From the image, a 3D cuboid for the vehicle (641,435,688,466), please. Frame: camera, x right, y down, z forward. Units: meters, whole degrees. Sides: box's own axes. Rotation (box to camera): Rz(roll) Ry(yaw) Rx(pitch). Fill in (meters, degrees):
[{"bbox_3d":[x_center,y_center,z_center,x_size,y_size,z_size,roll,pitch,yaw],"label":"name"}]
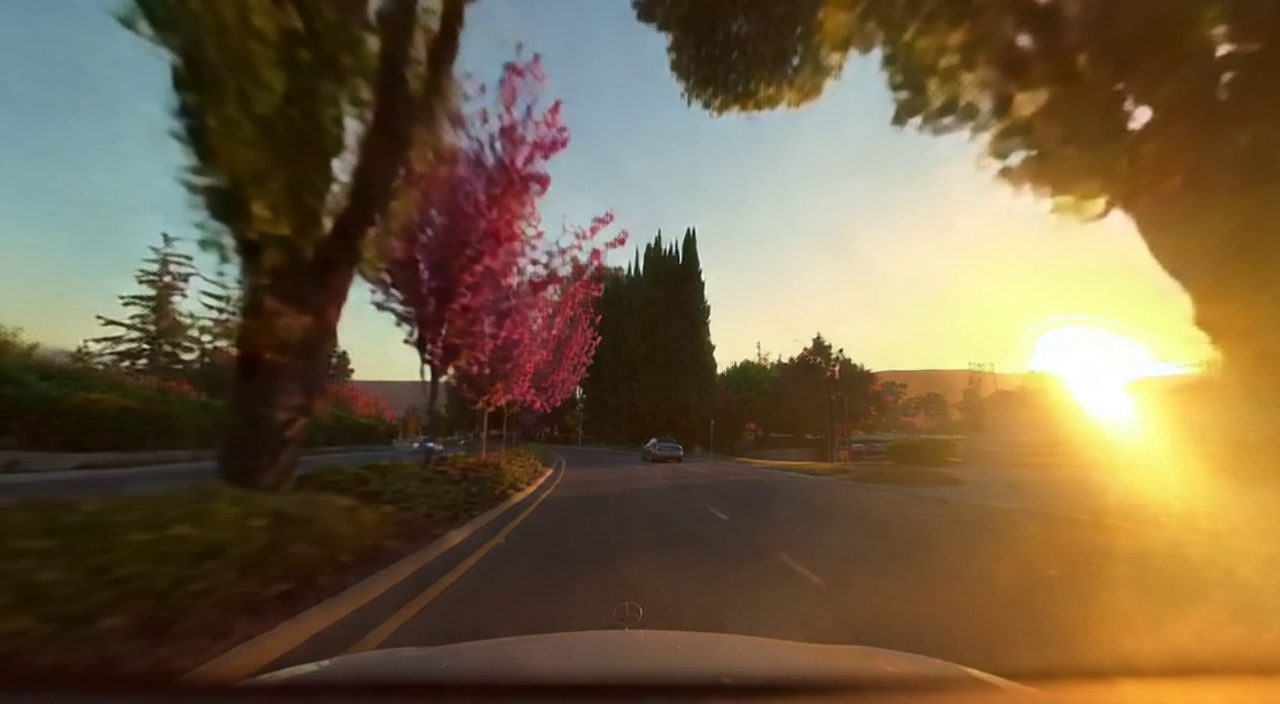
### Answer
[{"bbox_3d":[1.482,6.214,39.793,2.166,1.828,4.607,1,-9,-8],"label":"vehicle"}]
